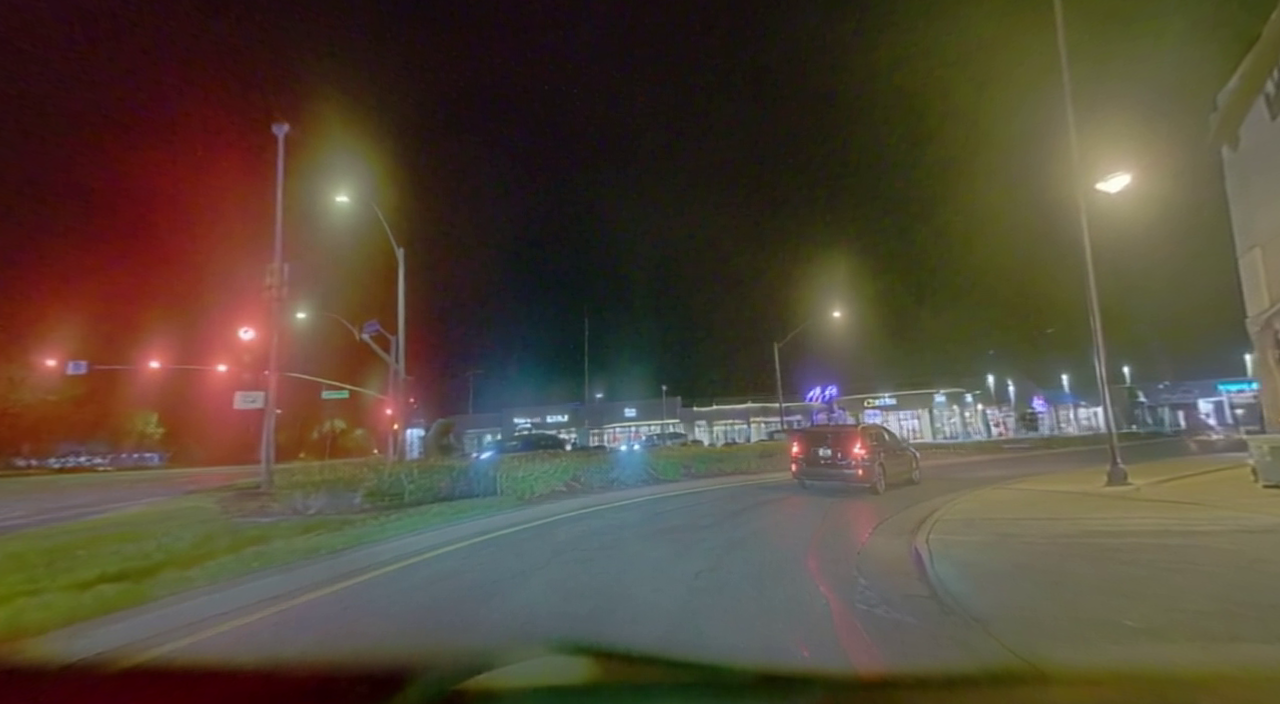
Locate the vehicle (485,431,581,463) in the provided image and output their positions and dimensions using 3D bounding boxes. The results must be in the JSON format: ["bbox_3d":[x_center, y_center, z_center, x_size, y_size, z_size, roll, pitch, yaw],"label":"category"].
[{"bbox_3d":[-5.706,5.018,33.521,4.757,1.633,1.932,2,-8,-17],"label":"vehicle"}]

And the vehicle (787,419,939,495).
[{"bbox_3d":[5.423,2.441,14.965,2.070,1.493,4.570,-6,-11,36],"label":"vehicle"}]

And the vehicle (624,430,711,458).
[{"bbox_3d":[1.544,5.199,35.731,4.515,1.492,1.871,1,-9,-14],"label":"vehicle"}]
